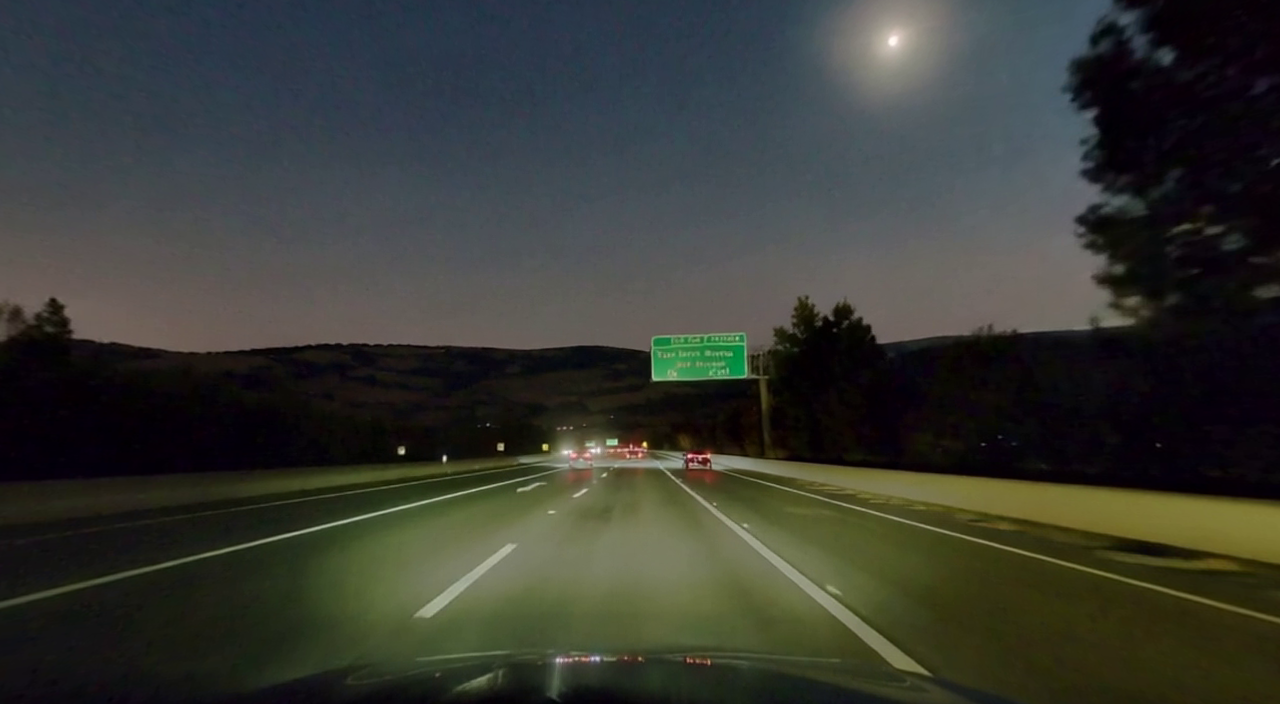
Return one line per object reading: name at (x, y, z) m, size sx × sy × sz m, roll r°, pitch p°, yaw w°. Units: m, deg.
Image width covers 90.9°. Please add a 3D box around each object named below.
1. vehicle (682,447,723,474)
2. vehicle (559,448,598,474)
vehicle at (3.660, 6.458, 37.687) m, size 2.019 × 1.475 × 4.301 m, roll 0°, pitch -9°, yaw 0°
vehicle at (-3.604, 6.477, 37.681) m, size 1.955 × 1.468 × 3.637 m, roll 0°, pitch -9°, yaw 0°
